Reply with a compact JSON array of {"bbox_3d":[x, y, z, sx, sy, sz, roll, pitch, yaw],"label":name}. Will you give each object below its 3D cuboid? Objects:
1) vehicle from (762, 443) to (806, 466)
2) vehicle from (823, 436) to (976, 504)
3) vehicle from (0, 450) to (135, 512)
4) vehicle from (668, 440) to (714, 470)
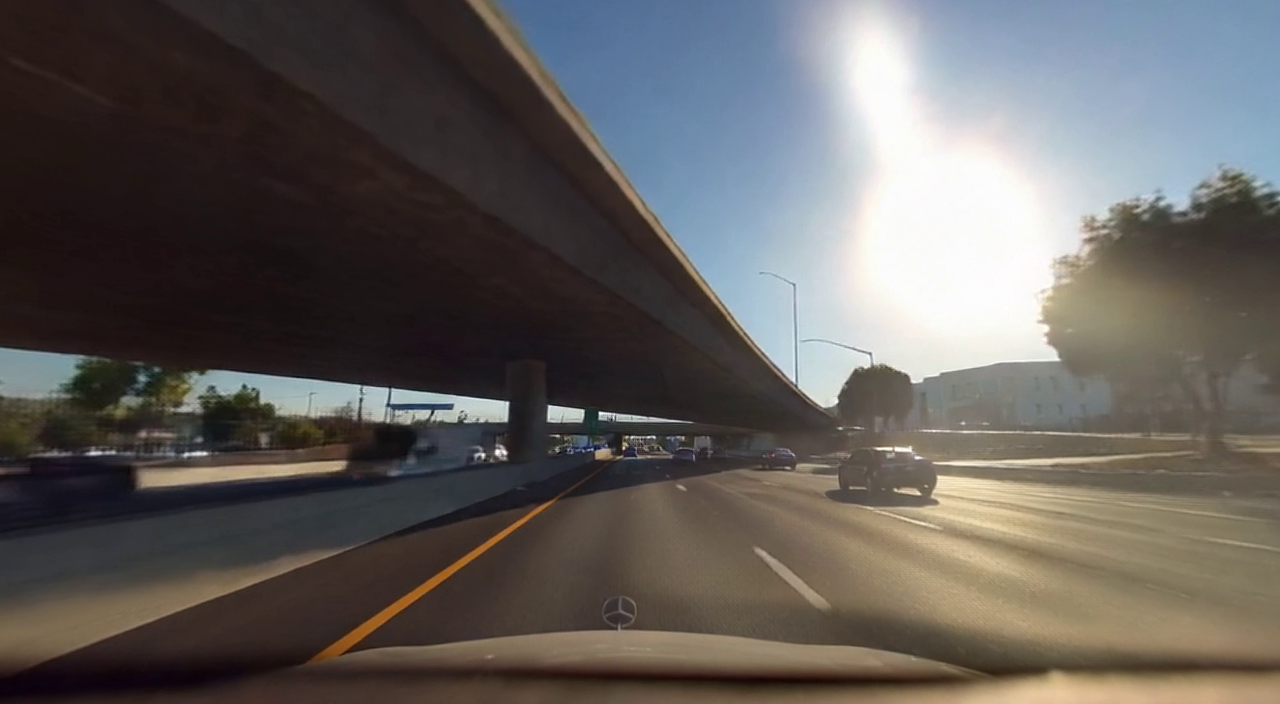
[{"bbox_3d":[9.600,6.849,42.451,1.838,1.440,4.121,0,-8,-2],"label":"vehicle"},{"bbox_3d":[6.424,2.959,16.307,1.952,1.489,4.483,0,-8,-2],"label":"vehicle"},{"bbox_3d":[-16.832,3.514,17.621,1.776,1.473,4.494,0,-8,-1],"label":"vehicle"},{"bbox_3d":[2.715,5.646,34.799,1.993,1.507,4.594,0,-8,-2],"label":"vehicle"}]
